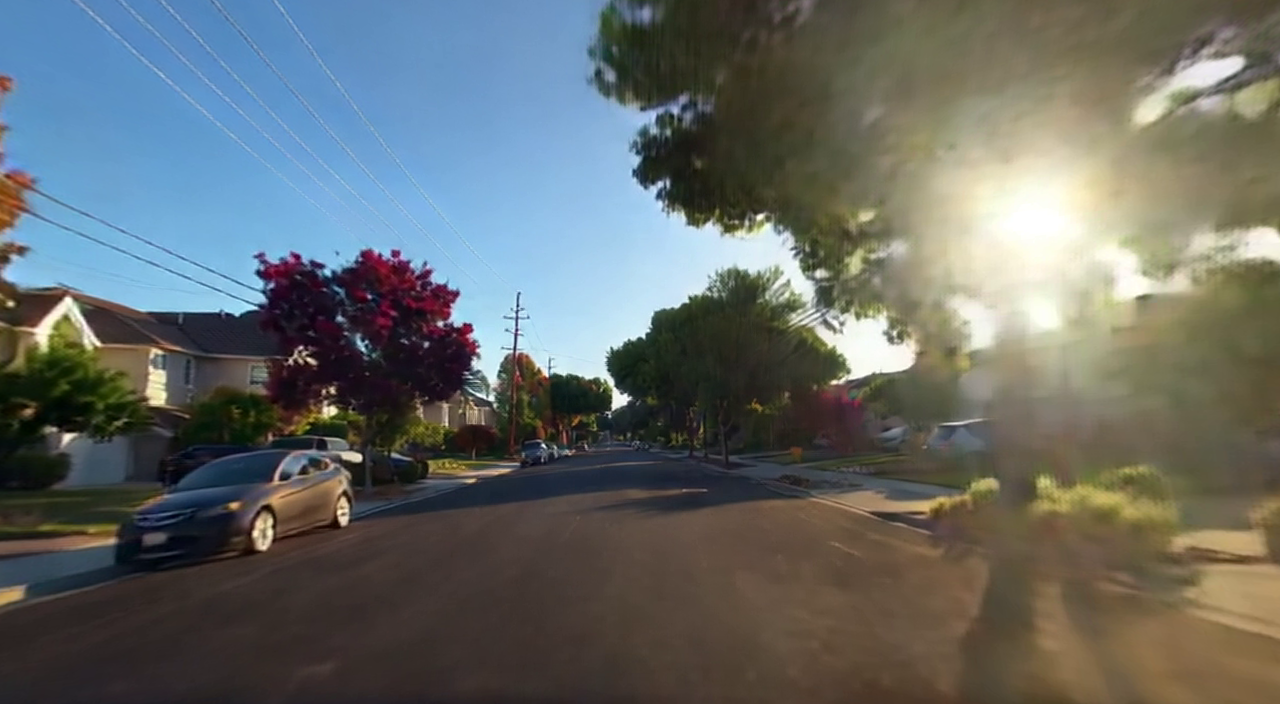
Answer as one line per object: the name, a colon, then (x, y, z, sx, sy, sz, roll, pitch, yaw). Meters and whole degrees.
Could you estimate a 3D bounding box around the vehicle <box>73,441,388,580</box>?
vehicle: (-6.168, 2.353, 10.528, 1.954, 1.551, 5.128, -3, -7, -1)

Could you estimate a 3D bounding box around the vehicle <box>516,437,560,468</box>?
vehicle: (-6.987, 6.950, 43.790, 2.240, 1.940, 5.429, -2, -9, -2)

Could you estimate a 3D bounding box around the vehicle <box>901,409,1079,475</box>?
vehicle: (10.845, 2.896, 19.896, 4.293, 1.657, 1.961, -5, -12, 7)
